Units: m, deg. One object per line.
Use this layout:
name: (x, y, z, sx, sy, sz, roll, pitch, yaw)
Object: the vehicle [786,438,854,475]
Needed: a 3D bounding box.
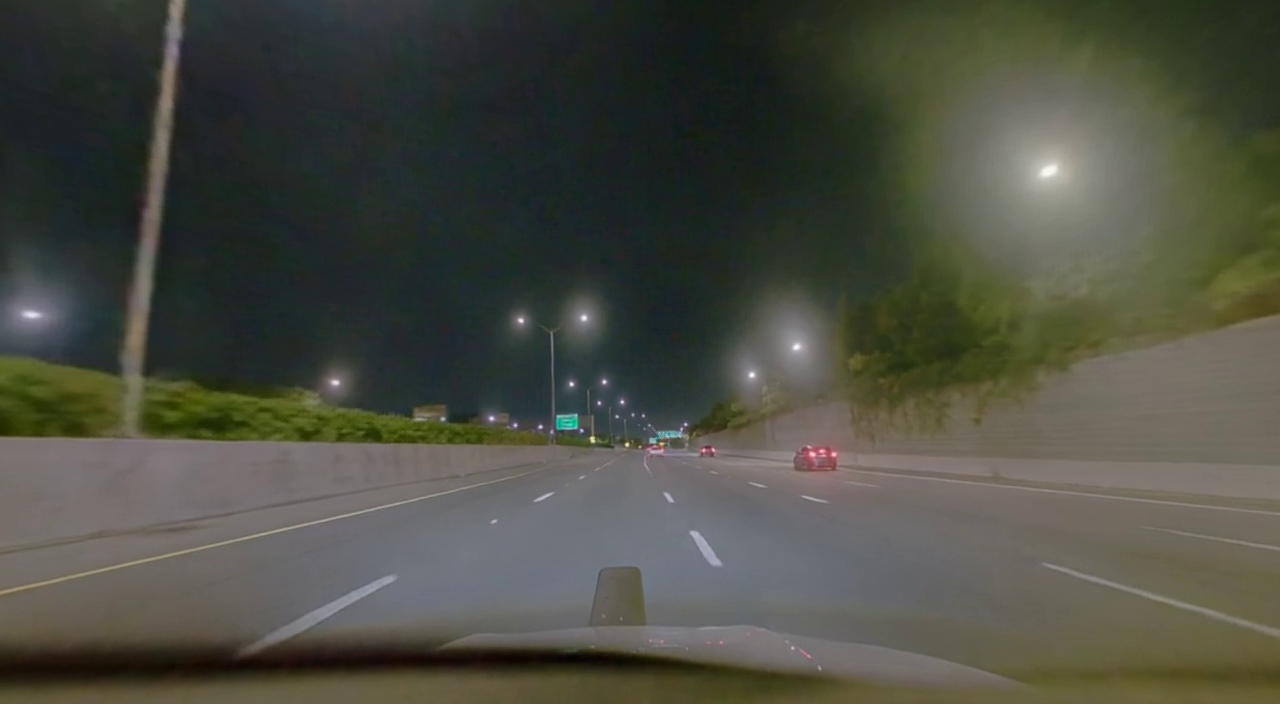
vehicle: (9.343, 5.461, 33.123, 2.167, 1.781, 4.340, 0, -9, -1)
